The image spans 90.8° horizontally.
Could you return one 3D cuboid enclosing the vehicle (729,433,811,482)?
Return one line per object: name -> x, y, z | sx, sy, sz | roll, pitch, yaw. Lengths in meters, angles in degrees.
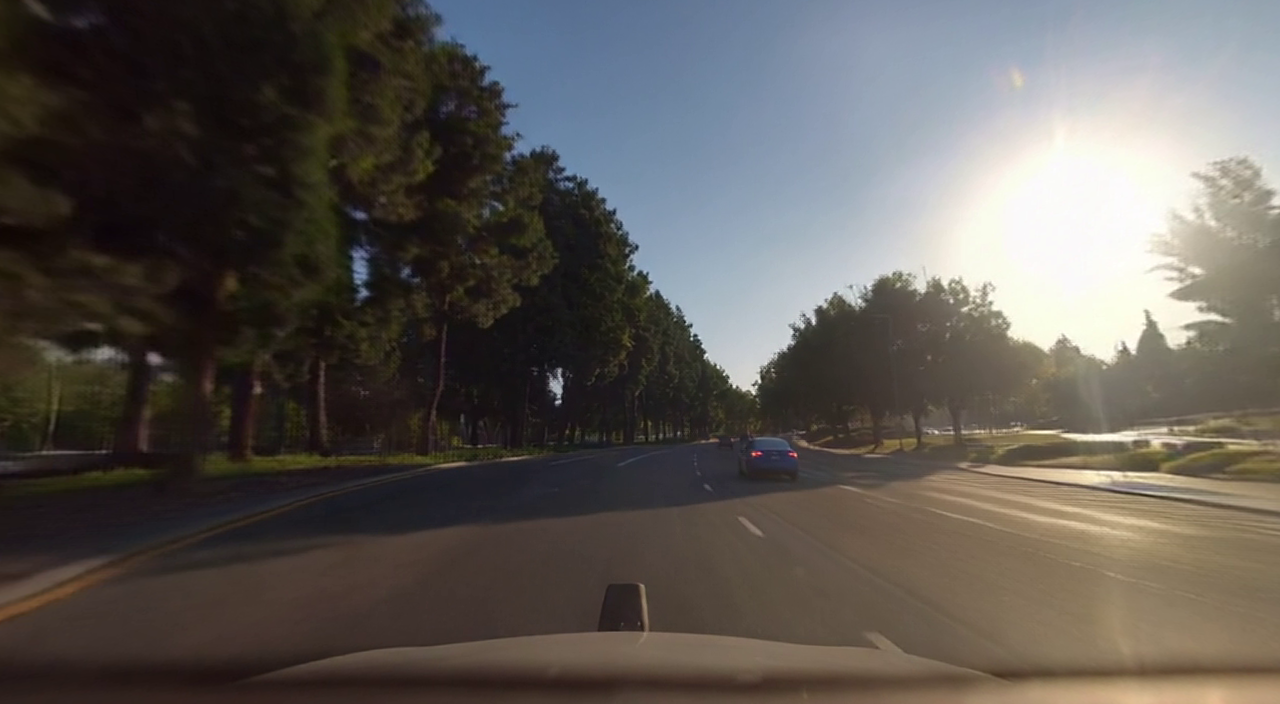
vehicle -> 4.199, 3.501, 21.210 | 1.928, 1.481, 4.453 | 0, -9, 2
